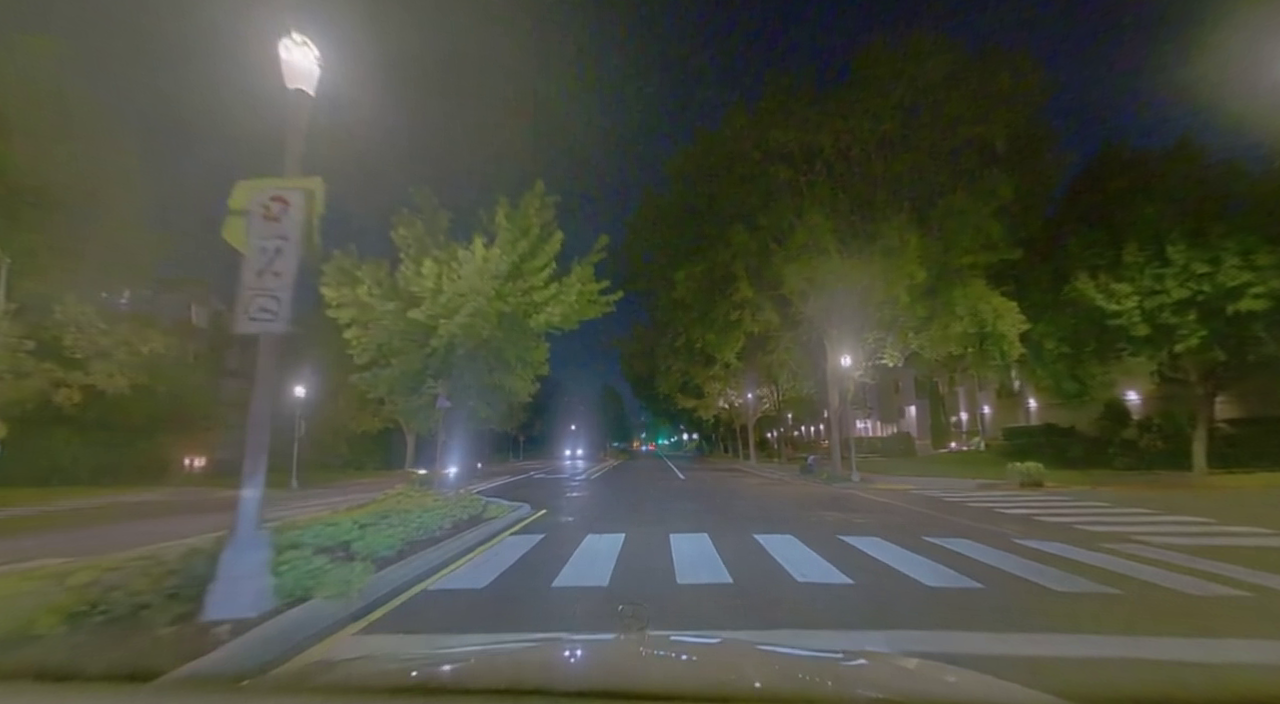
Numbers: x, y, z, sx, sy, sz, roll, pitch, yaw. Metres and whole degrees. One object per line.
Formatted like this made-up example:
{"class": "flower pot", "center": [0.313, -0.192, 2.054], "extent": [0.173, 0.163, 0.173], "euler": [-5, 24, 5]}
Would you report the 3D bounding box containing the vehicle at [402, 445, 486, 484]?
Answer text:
{"class": "vehicle", "center": [-7.941, 4.572, 26.006], "extent": [1.900, 1.472, 4.574], "euler": [0, -8, 1]}
